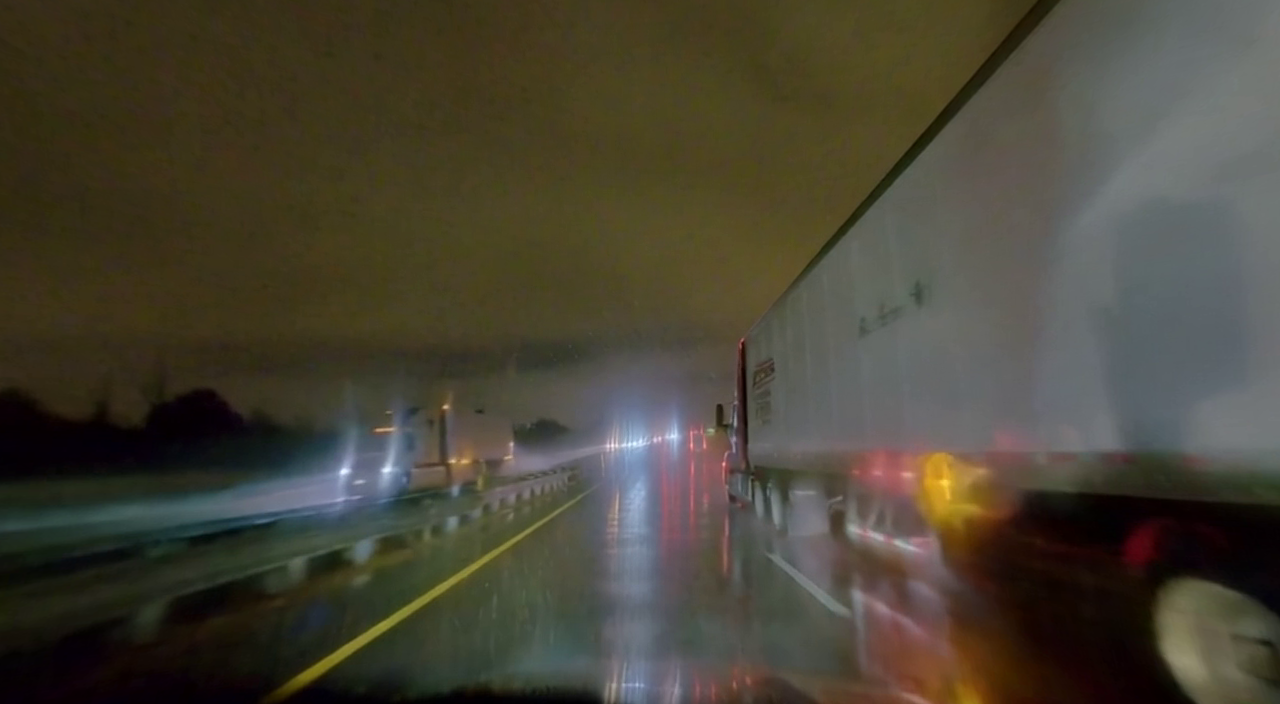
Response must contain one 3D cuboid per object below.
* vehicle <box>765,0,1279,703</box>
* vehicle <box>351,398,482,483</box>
[{"bbox_3d":[3.941,0.221,5.905,2.965,4.028,12.529,0,-9,0],"label":"vehicle"},{"bbox_3d":[-11.878,4.963,34.929,3.027,3.970,10.027,-1,-9,3],"label":"vehicle"}]
